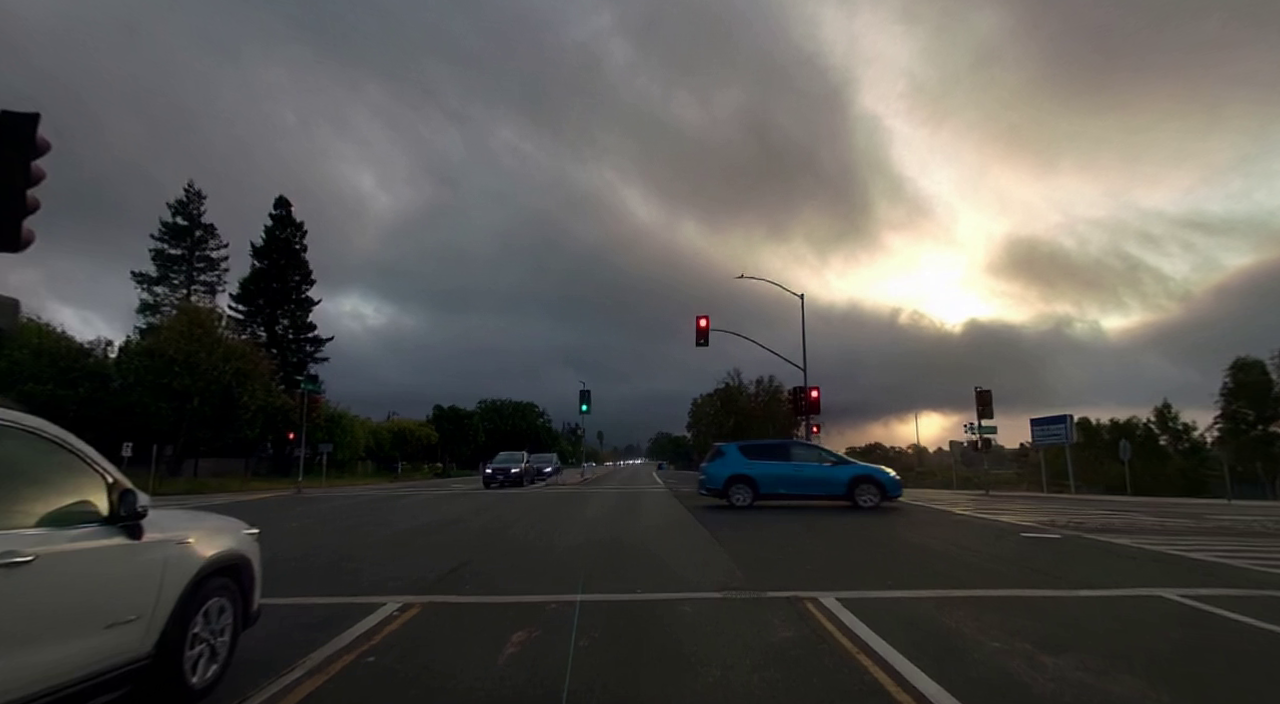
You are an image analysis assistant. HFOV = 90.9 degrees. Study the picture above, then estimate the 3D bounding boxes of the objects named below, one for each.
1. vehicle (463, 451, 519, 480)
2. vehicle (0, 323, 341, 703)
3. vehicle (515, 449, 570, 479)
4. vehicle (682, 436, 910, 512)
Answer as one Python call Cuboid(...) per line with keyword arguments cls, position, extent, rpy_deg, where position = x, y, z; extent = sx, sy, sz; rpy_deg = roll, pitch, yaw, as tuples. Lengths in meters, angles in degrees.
Cuboid(cls="vehicle", position=(-8.064, 6.170, 34.448), extent=(1.960, 1.433, 4.213), rpy_deg=(0, -8, 1))
Cuboid(cls="vehicle", position=(-3.446, 0.814, 2.474), extent=(2.242, 1.761, 4.505), rpy_deg=(0, -8, 1))
Cuboid(cls="vehicle", position=(-5.252, 6.083, 34.510), extent=(2.107, 1.456, 4.728), rpy_deg=(0, -8, 2))
Cuboid(cls="vehicle", position=(3.163, 2.584, 13.540), extent=(4.404, 1.486, 1.841), rpy_deg=(0, -8, 0))
